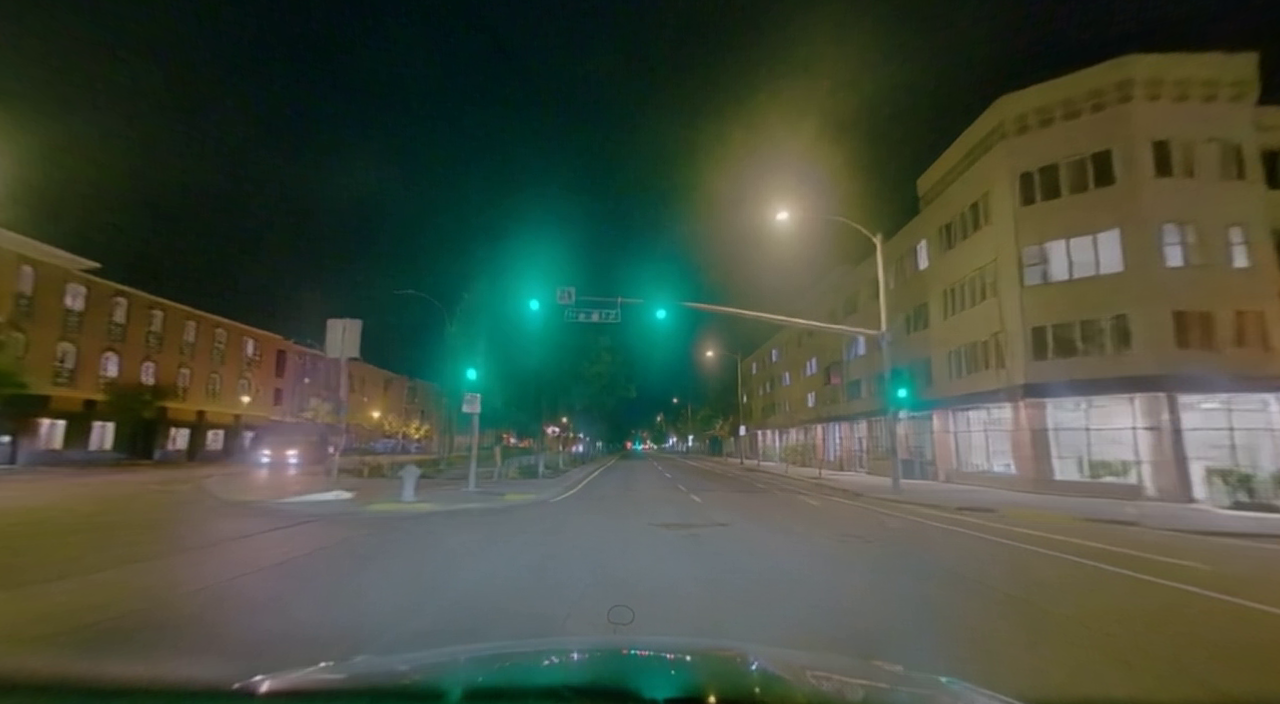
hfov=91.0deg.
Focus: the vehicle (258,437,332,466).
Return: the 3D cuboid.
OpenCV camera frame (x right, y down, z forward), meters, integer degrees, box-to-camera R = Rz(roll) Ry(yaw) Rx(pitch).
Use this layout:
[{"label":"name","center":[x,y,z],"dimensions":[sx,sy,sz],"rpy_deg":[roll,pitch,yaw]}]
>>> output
[{"label":"vehicle","center":[-21.581,6.279,39.620],"dimensions":[2.016,1.705,4.547],"rpy_deg":[1,-9,0]}]
